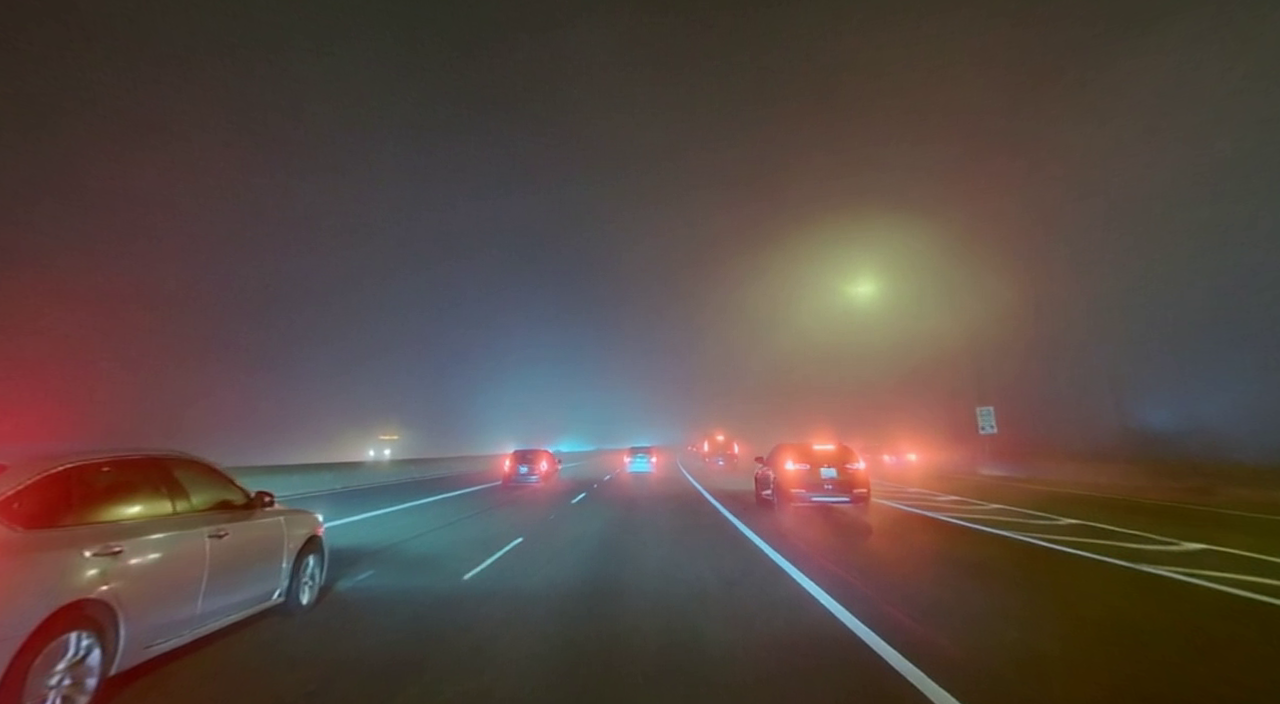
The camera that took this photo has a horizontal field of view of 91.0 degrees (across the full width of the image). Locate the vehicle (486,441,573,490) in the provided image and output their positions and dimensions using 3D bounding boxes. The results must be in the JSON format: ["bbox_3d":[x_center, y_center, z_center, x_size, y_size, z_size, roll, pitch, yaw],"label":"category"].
[{"bbox_3d":[-3.640,3.832,21.611,1.996,1.488,4.451,0,-9,2],"label":"vehicle"}]

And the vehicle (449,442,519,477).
[{"bbox_3d":[-7.251,5.055,29.778,2.065,1.519,4.491,0,-9,1],"label":"vehicle"}]

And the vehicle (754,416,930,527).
[{"bbox_3d":[3.648,2.256,12.351,2.045,1.768,4.249,0,-9,0],"label":"vehicle"}]

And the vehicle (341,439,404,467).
[{"bbox_3d":[-19.394,7.379,45.977,2.176,1.901,5.057,0,-9,3],"label":"vehicle"}]

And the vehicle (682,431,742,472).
[{"bbox_3d":[4.035,5.750,36.546,2.802,2.151,6.579,0,-9,1],"label":"vehicle"}]

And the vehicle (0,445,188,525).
[{"bbox_3d":[-12.705,2.851,14.104,1.908,1.506,4.253,0,-9,1],"label":"vehicle"}]

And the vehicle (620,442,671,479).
[{"bbox_3d":[0.243,4.726,27.611,2.071,1.478,4.130,0,-9,1],"label":"vehicle"}]
